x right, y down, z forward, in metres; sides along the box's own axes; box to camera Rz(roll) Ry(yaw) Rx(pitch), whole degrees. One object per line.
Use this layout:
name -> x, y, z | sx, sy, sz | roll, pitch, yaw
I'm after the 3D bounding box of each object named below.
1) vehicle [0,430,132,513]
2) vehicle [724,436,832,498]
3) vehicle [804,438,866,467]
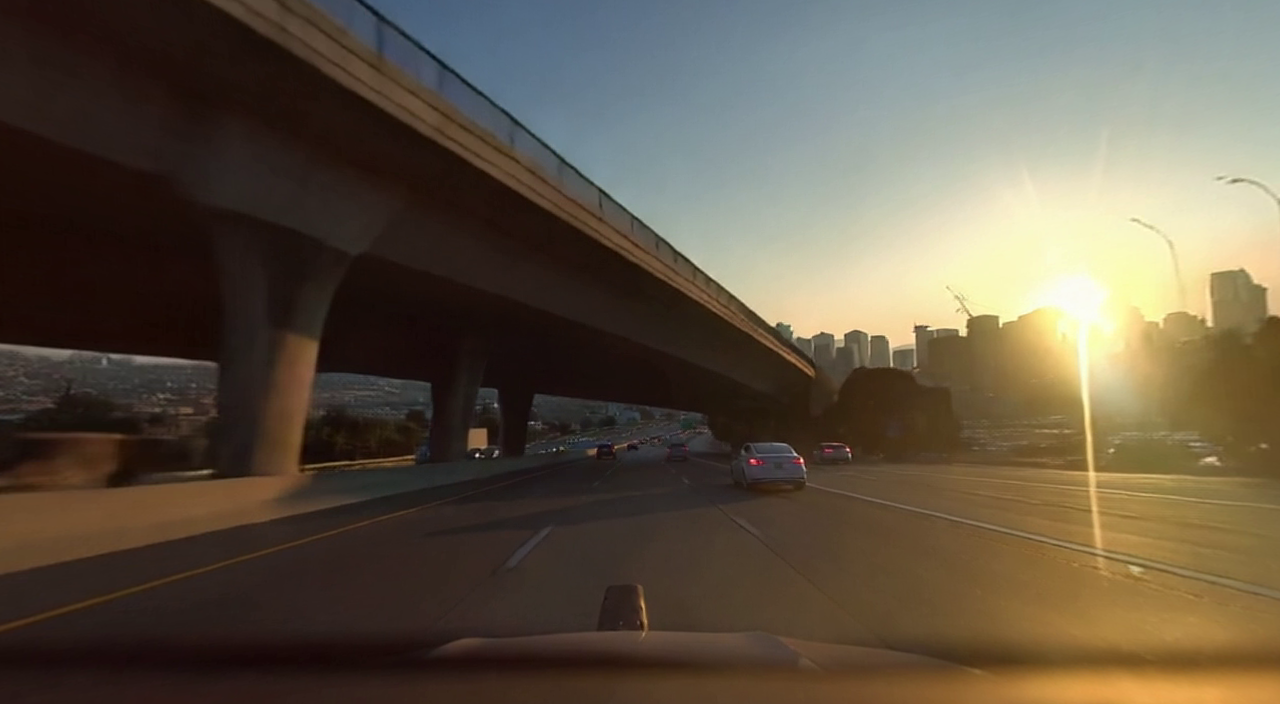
vehicle -> -21.999, 4.208, 22.713 | 2.474, 2.645, 5.819 | 0, -8, 0
vehicle -> 3.641, 3.112, 17.491 | 1.961, 1.504, 4.094 | 0, -8, -1
vehicle -> 10.834, 5.621, 35.424 | 2.019, 1.529, 4.385 | 0, -8, -1
